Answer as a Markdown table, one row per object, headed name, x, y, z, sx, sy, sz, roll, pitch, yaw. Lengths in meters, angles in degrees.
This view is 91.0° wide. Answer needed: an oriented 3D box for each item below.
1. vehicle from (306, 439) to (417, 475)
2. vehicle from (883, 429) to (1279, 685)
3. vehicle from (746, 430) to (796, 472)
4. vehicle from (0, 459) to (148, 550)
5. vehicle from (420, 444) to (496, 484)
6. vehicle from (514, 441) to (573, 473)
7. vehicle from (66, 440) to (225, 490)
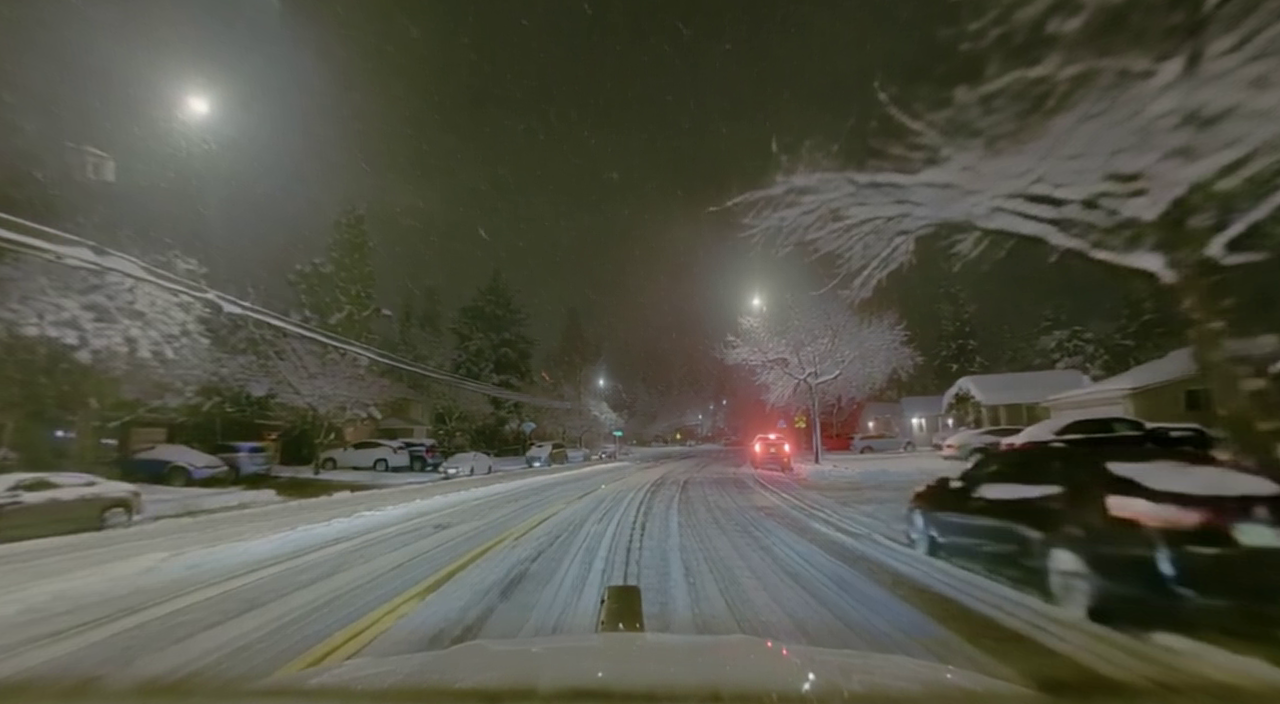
| name | x | y | z | sx | sy | sz | roll | pitch | yaw |
| --- | --- | --- | --- | --- | --- | --- | --- | --- | --- |
| vehicle | -15.462 | 5.808 | 35.112 | 5.192 | 1.915 | 2.200 | -1 | -8 | 9 |
| vehicle | 4.226 | 1.586 | 6.023 | 1.996 | 1.466 | 4.458 | 3 | -8 | -1 |
| vehicle | 7.732 | 5.852 | 37.390 | 2.574 | 2.156 | 6.672 | -3 | -9 | 11 |
| vehicle | -11.670 | 2.838 | 11.444 | 2.091 | 1.461 | 4.058 | -5 | -13 | 1 |
| vehicle | -9.270 | 5.733 | 32.489 | 2.105 | 1.776 | 4.657 | -4 | -9 | 7 |
| vehicle | -6.837 | 7.516 | 45.276 | 2.450 | 1.998 | 5.367 | -5 | -9 | 10 |
| vehicle | -19.025 | 4.305 | 24.329 | 4.610 | 1.714 | 2.160 | 0 | -9 | 10 |
